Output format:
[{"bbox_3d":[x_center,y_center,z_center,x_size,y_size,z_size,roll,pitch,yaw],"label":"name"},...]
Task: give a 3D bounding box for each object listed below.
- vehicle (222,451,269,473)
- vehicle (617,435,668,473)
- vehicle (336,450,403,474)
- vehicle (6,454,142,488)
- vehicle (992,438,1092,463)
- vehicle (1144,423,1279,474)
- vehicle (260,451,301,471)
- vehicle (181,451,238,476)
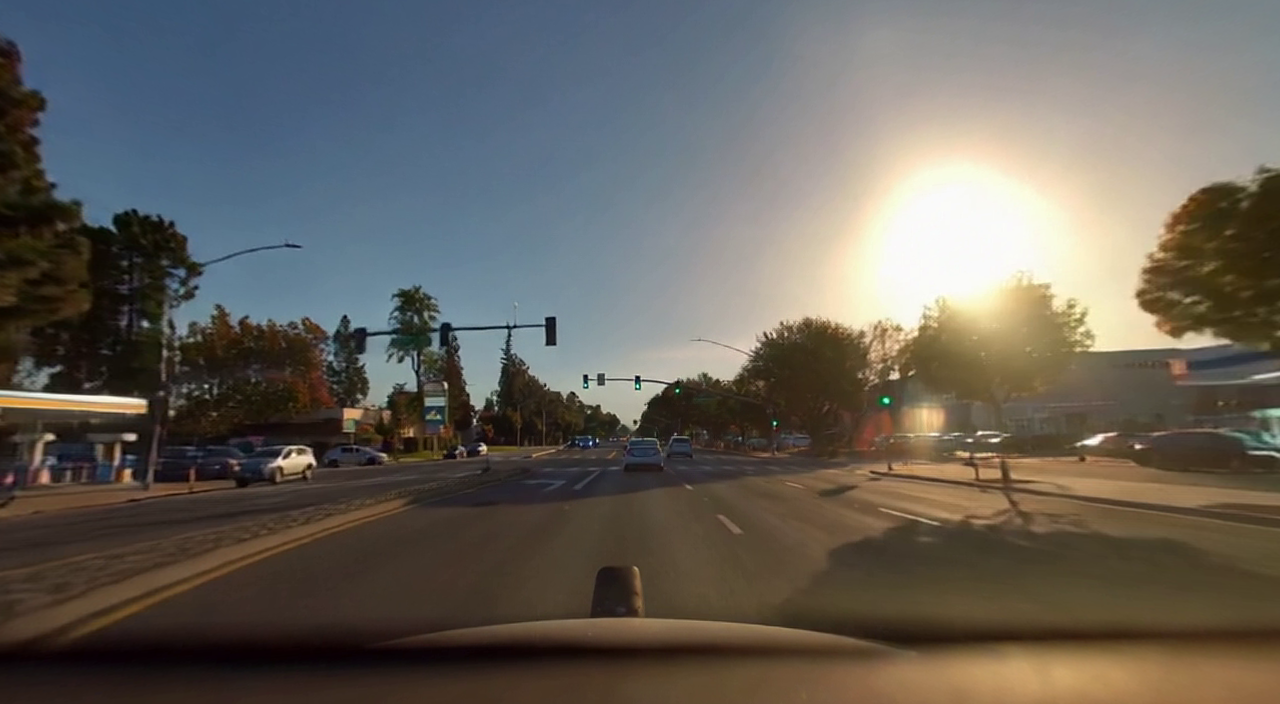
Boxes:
[{"bbox_3d":[-28.474,7.894,45.344,2.022,1.455,4.478,7,-11,-41],"label":"vehicle"},{"bbox_3d":[0.101,4.562,28.464,2.145,1.572,4.021,0,-8,0],"label":"vehicle"},{"bbox_3d":[-18.898,7.672,44.279,2.311,1.485,5.817,0,-8,-2],"label":"vehicle"},{"bbox_3d":[-27.925,5.833,31.232,1.938,1.462,4.510,-4,-9,28],"label":"vehicle"},{"bbox_3d":[24.821,6.080,39.006,4.788,1.481,1.959,0,-8,2],"label":"vehicle"},{"bbox_3d":[20.458,3.332,22.006,1.950,1.519,4.860,-4,-9,5],"label":"vehicle"},{"bbox_3d":[-28.200,8.494,49.285,1.953,1.415,4.553,7,-10,-39],"label":"vehicle"},{"bbox_3d":[-28.694,7.384,41.902,4.436,1.464,1.999,-7,-11,41],"label":"vehicle"}]
